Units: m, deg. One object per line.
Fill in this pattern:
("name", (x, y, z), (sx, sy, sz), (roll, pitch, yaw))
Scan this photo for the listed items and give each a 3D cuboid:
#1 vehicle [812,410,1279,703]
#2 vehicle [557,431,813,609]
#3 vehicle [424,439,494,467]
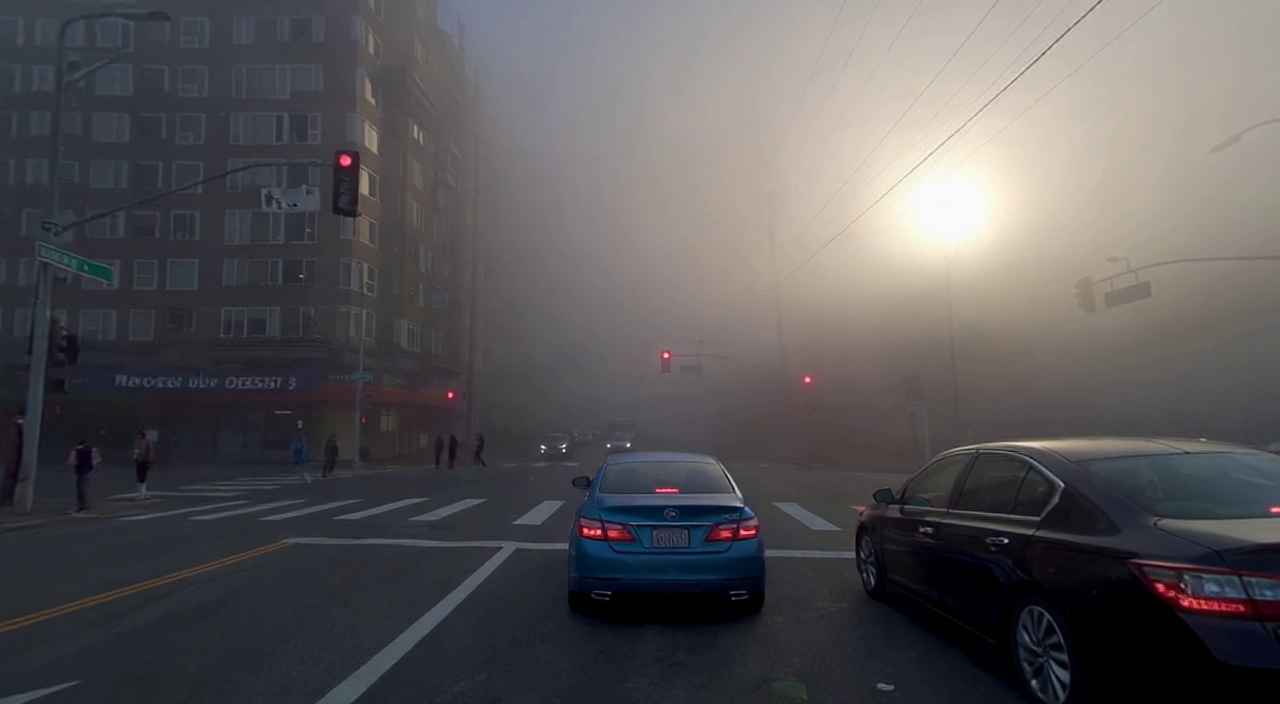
("vehicle", (2.828, 1.288, 4.545), (1.961, 1.498, 4.356), (0, -8, 0))
("vehicle", (0.303, 1.705, 7.364), (2.132, 1.464, 4.089), (0, -8, -2))
("vehicle", (-10.795, 6.032, 37.762), (2.030, 1.596, 3.912), (-3, -9, 20))
